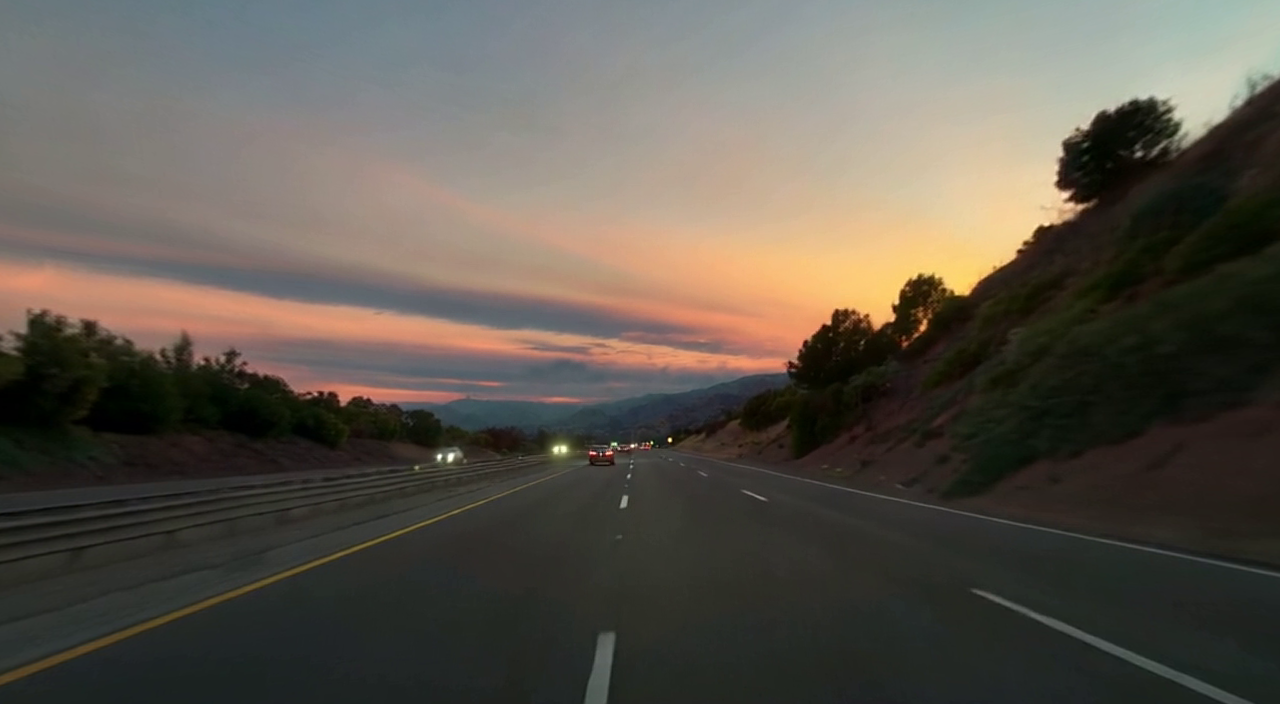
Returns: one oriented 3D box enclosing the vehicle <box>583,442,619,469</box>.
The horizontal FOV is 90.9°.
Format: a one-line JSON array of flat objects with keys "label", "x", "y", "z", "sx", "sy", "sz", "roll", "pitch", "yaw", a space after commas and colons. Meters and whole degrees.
[{"label": "vehicle", "x": -2.264, "y": 6.162, "z": 37.691, "sx": 1.991, "sy": 1.475, "sz": 4.302, "roll": 0, "pitch": -8, "yaw": -1}]
